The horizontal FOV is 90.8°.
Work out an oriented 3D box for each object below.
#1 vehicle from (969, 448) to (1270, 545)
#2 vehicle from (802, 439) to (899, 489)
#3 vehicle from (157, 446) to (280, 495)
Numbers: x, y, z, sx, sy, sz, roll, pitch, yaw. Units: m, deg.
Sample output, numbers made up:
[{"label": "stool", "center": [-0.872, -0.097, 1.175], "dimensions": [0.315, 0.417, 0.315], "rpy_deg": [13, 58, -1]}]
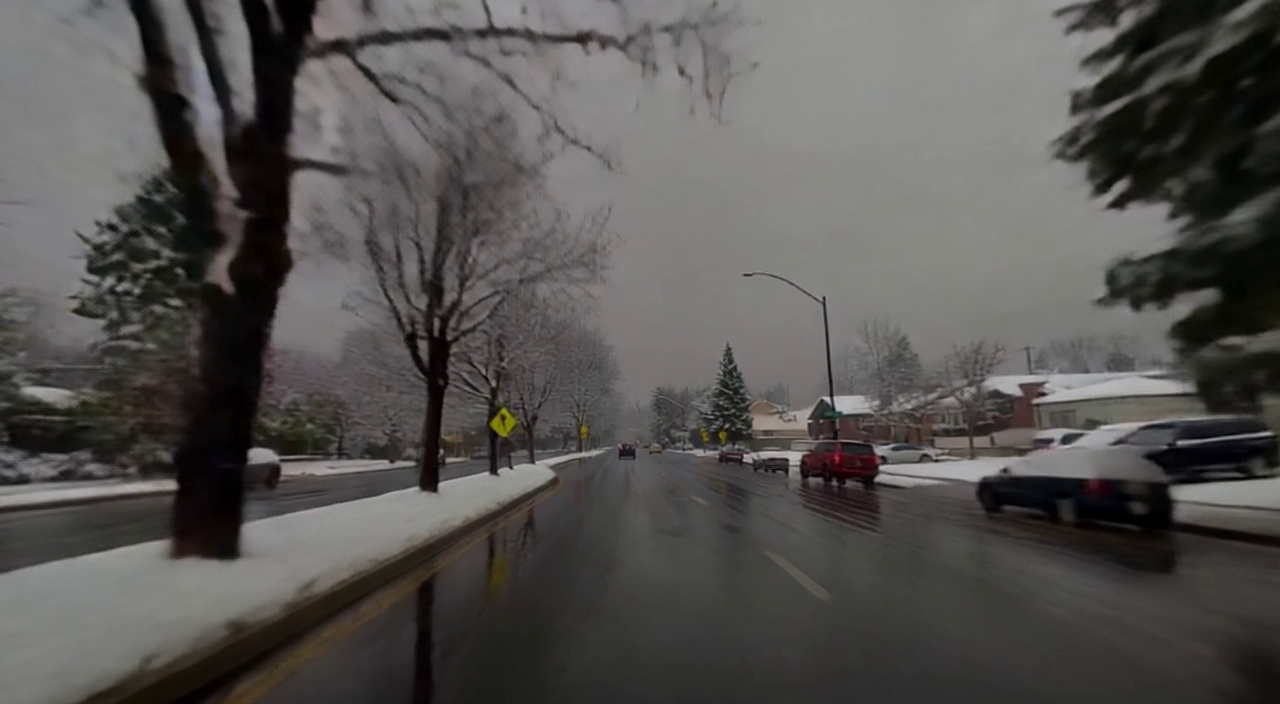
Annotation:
[{"label": "vehicle", "center": [9.032, 2.704, 12.685], "dimensions": [2.009, 1.493, 4.983], "rpy_deg": [0, -9, -2]}, {"label": "vehicle", "center": [8.460, 4.551, 26.002], "dimensions": [2.100, 1.821, 4.991], "rpy_deg": [0, -9, -2]}, {"label": "vehicle", "center": [-18.151, 5.068, 27.623], "dimensions": [2.016, 1.755, 5.389], "rpy_deg": [-3, -8, -4]}]
